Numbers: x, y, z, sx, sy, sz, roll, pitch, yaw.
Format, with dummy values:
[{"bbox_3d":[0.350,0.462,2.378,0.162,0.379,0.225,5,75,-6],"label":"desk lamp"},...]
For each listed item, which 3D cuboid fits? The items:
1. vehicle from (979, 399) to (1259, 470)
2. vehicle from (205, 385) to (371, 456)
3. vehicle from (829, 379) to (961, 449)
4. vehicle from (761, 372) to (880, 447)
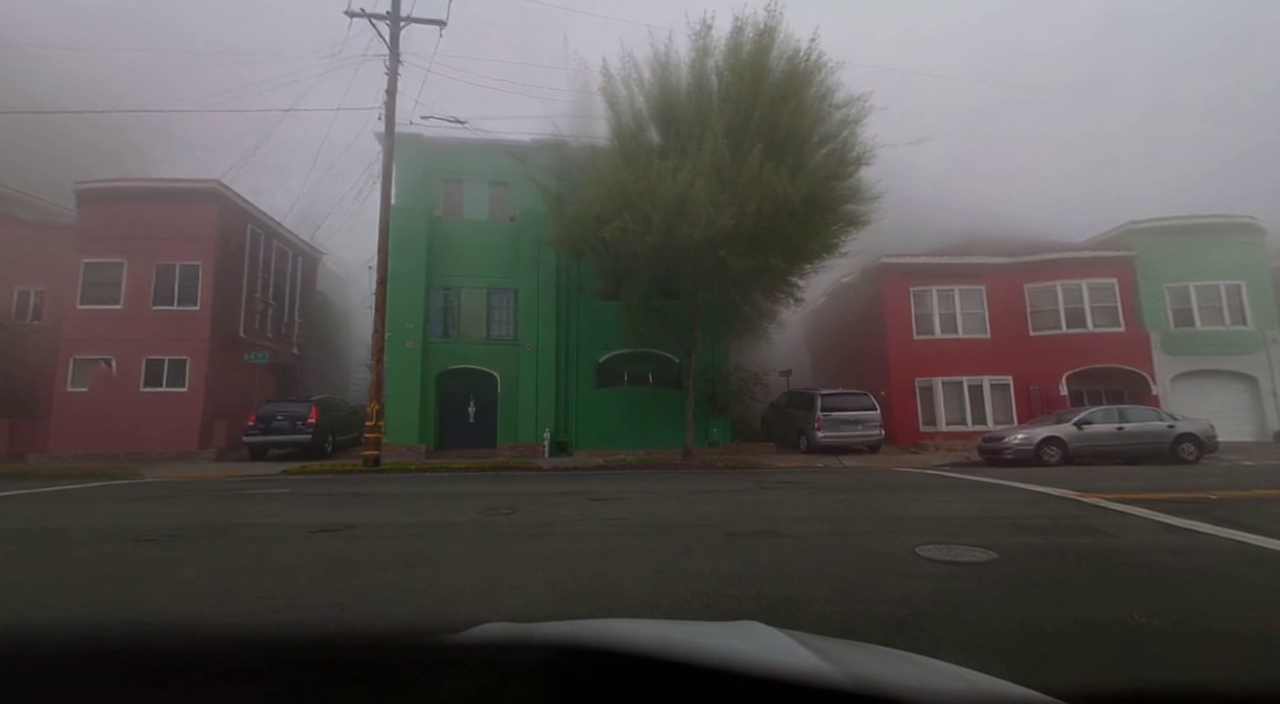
[{"bbox_3d":[10.576,1.874,14.233,4.644,1.482,1.997,0,-8,1],"label":"vehicle"},{"bbox_3d":[-9.826,2.056,18.154,2.091,1.760,4.760,0,-8,-1],"label":"vehicle"},{"bbox_3d":[7.186,1.895,18.278,2.053,1.756,4.034,0,-9,-1],"label":"vehicle"},{"bbox_3d":[5.002,1.753,18.180,2.081,1.891,4.367,0,-8,-1],"label":"vehicle"}]
